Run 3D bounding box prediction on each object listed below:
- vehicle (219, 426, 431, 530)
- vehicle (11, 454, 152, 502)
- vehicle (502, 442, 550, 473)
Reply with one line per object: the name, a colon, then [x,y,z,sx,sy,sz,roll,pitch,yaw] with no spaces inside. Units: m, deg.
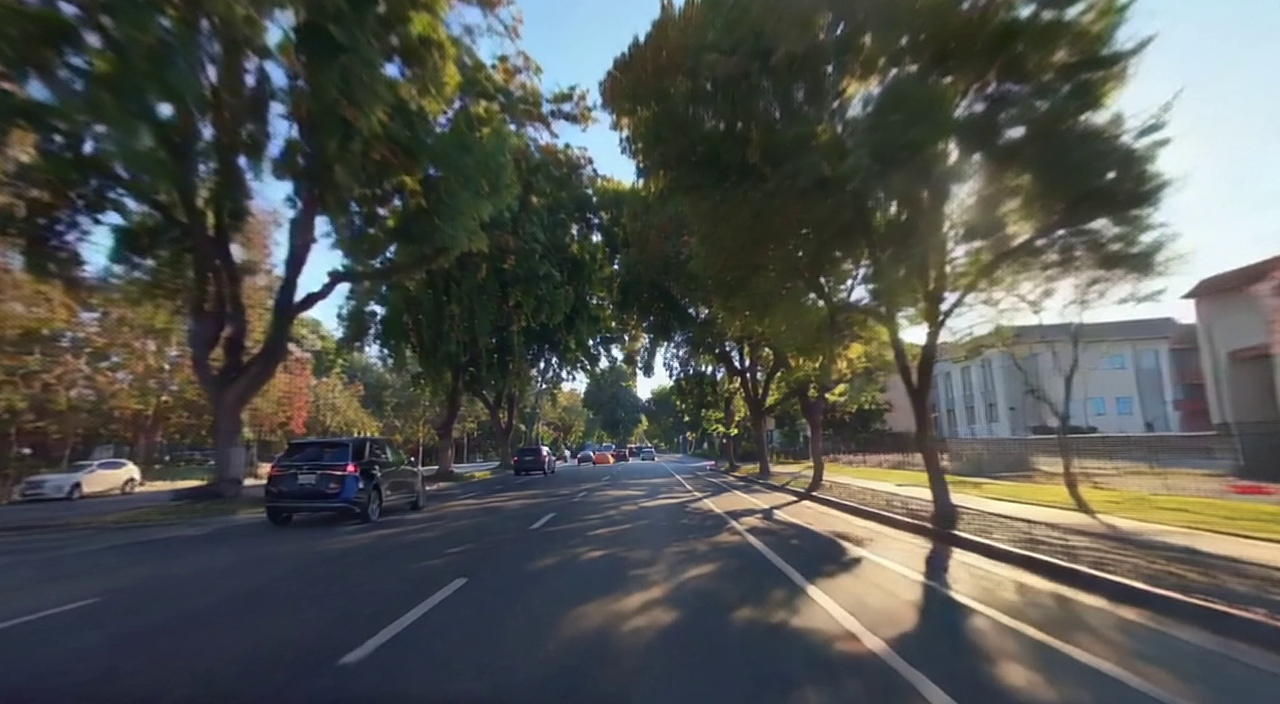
vehicle: [-6.173,2.507,13.102,2.123,1.761,4.322,0,-9,0]
vehicle: [-25.295,5.697,28.861,2.031,1.862,4.761,-1,-8,1]
vehicle: [-6.616,6.198,37.118,1.985,1.708,4.310,0,-9,0]
